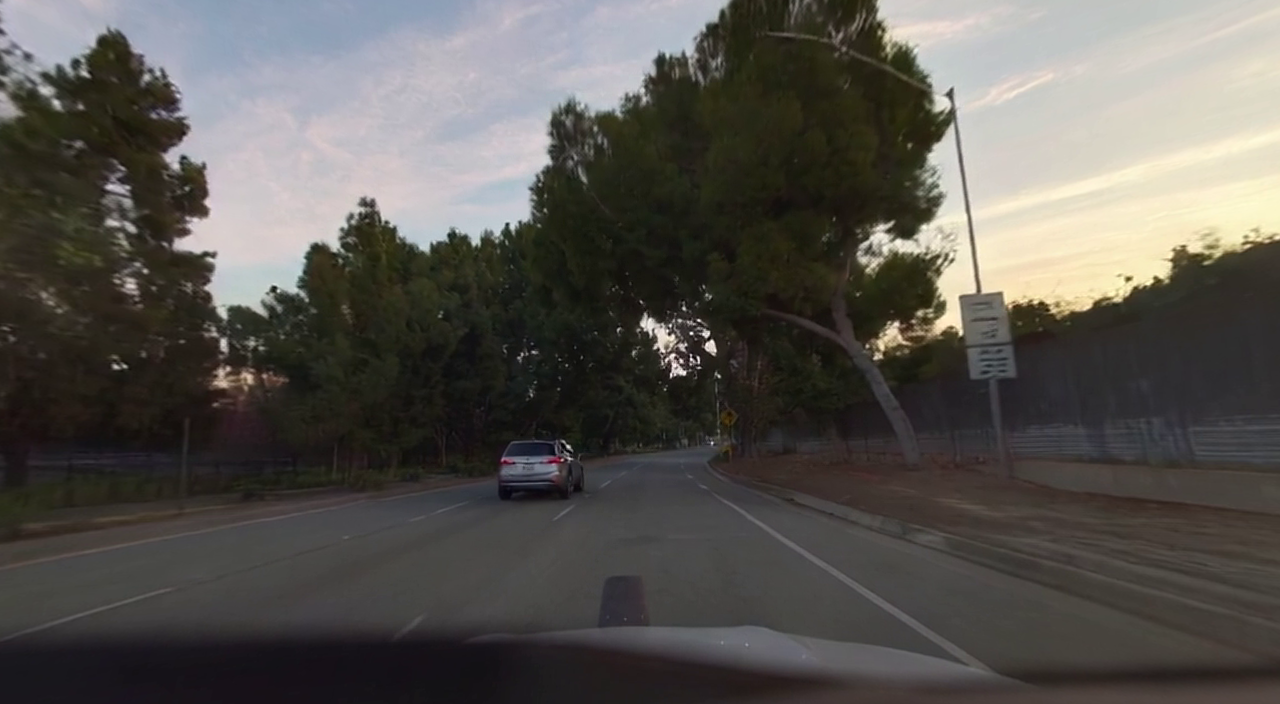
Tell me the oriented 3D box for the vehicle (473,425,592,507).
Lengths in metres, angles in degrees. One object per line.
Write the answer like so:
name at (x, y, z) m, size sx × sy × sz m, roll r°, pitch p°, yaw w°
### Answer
vehicle at (-2.670, 2.999, 16.991) m, size 2.160 × 1.855 × 4.695 m, roll -1°, pitch -9°, yaw 3°
